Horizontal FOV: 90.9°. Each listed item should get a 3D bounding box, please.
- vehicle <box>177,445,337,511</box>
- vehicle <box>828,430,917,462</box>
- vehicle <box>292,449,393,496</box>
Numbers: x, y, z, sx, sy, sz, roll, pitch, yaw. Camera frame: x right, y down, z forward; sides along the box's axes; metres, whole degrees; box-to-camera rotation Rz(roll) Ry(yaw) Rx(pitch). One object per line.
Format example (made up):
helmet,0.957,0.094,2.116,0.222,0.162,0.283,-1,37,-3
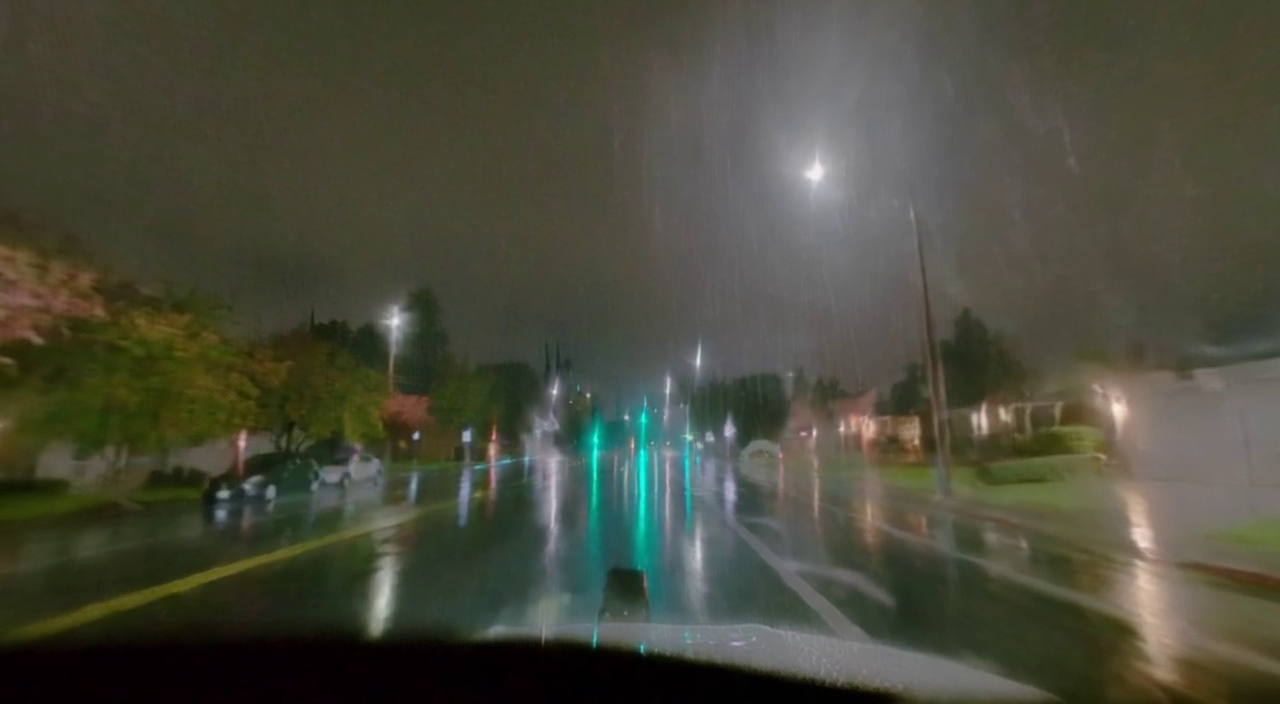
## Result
vehicle,-11.700,3.828,19.767,2.023,1.629,4.822,-2,-7,0
vehicle,14.147,5.723,38.652,4.907,1.693,2.081,0,-7,13
vehicle,-11.585,4.679,24.908,1.888,1.439,4.351,-2,-6,1
